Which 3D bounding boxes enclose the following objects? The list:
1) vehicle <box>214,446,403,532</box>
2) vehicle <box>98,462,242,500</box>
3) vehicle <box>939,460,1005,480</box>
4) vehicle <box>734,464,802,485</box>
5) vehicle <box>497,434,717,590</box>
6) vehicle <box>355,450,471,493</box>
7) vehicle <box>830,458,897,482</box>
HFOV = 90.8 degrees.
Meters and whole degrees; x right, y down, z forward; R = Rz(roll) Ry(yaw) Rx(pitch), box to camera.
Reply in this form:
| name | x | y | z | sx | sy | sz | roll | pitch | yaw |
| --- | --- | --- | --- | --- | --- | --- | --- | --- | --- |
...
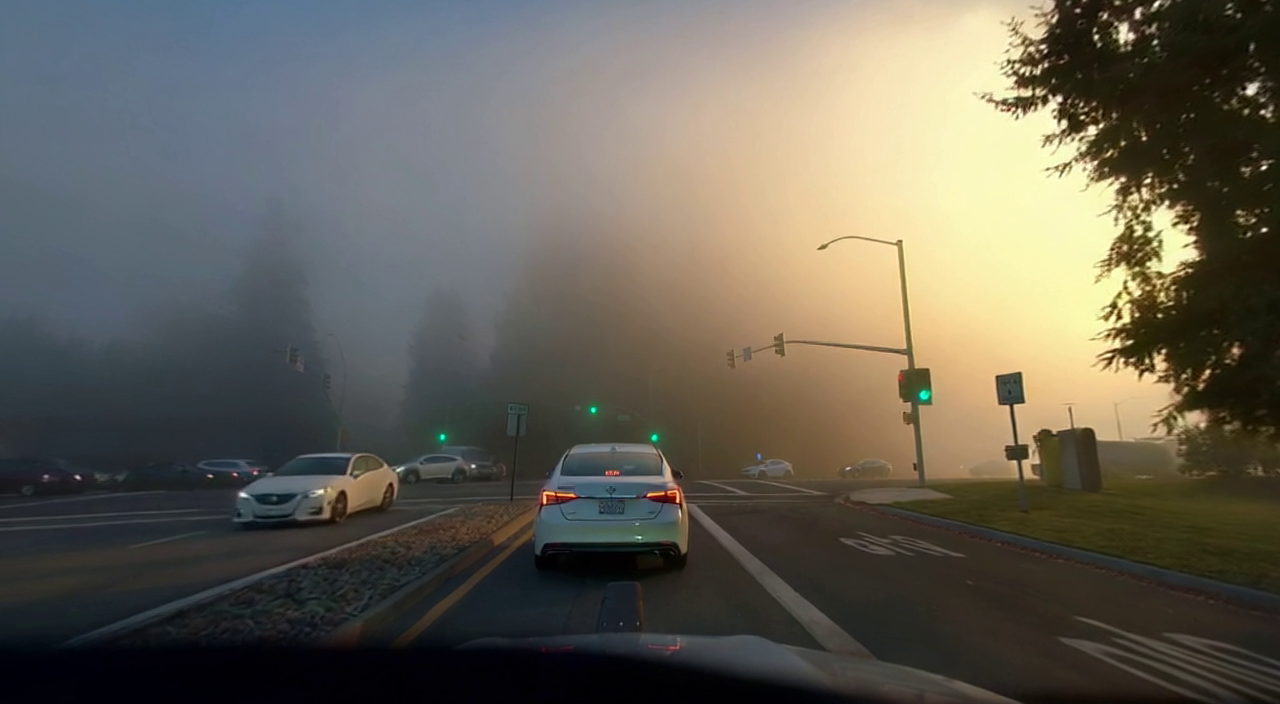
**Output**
| name | x | y | z | sx | sy | sz | roll | pitch | yaw |
| --- | --- | --- | --- | --- | --- | --- | --- | --- | --- |
| vehicle | -6.925 | 2.846 | 13.902 | 2.078 | 1.534 | 4.646 | 1 | -9 | -7 |
| vehicle | -20.131 | 5.539 | 27.267 | 4.548 | 1.449 | 1.802 | 2 | -9 | -13 |
| vehicle | 25.945 | 9.192 | 49.365 | 4.358 | 1.471 | 1.875 | 2 | -9 | -16 |
| vehicle | 9.045 | 8.620 | 44.649 | 4.254 | 1.359 | 1.895 | 2 | -9 | -16 |
| vehicle | -0.358 | 1.857 | 8.267 | 2.112 | 1.479 | 4.264 | 0 | -8 | -1 |
| vehicle | -11.730 | 6.096 | 32.691 | 5.500 | 2.012 | 2.201 | -4 | -9 | 22 |
| vehicle | 16.469 | 8.704 | 46.661 | 4.337 | 1.637 | 1.860 | 2 | -9 | -16 |
